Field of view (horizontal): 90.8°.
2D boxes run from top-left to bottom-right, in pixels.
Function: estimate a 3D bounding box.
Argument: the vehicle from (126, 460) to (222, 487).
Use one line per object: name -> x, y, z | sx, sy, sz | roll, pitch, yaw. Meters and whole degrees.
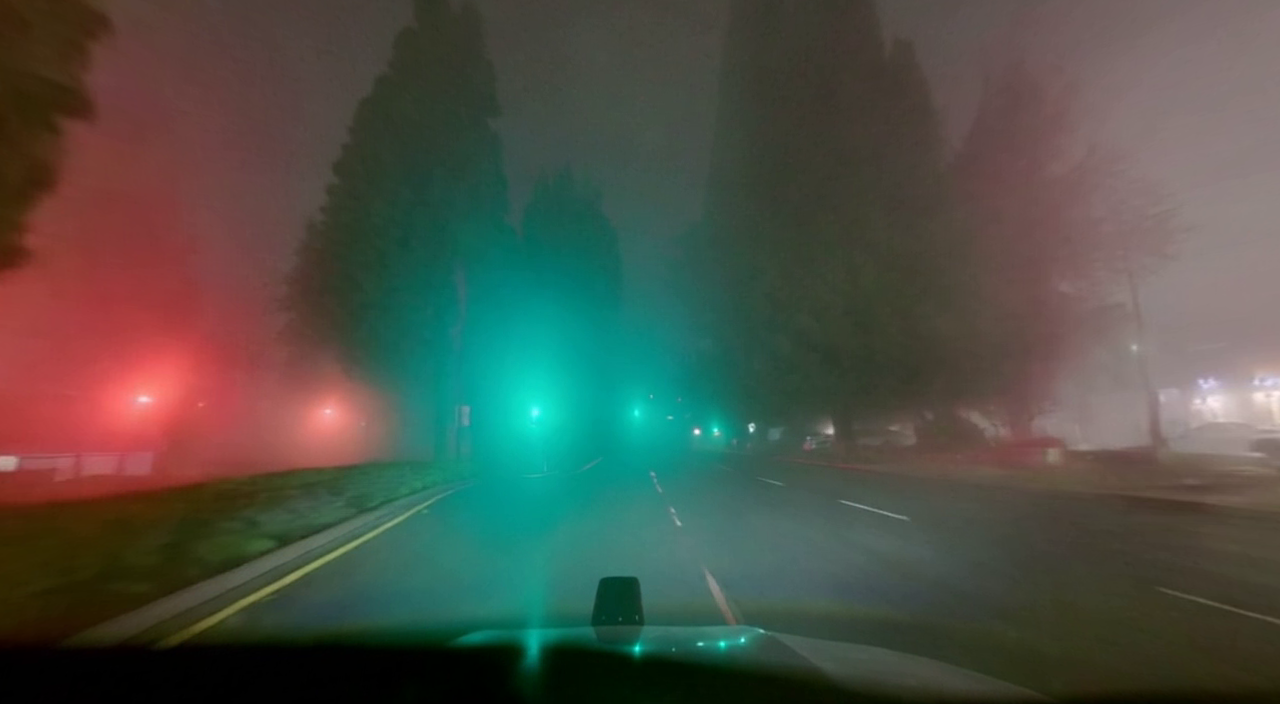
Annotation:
vehicle -> -31.594, 8.227, 42.917 | 4.885, 1.727, 2.080 | -1, -9, 1
